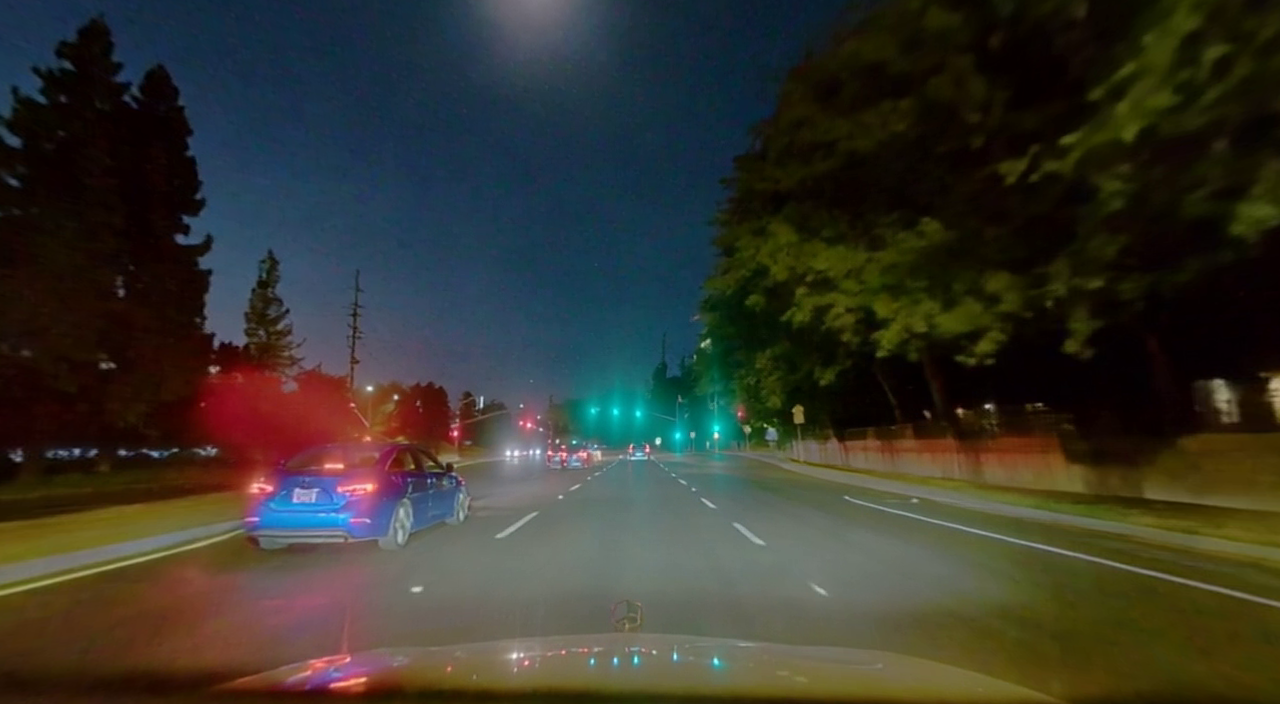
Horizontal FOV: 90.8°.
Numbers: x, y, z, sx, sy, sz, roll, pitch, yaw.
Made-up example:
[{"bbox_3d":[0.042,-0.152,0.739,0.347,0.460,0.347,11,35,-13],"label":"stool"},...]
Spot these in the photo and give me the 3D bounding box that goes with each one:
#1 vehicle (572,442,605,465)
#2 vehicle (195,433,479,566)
[{"bbox_3d":[-3.755,7.455,46.703,2.103,1.592,4.160,0,-9,0],"label":"vehicle"},{"bbox_3d":[-3.834,1.927,9.064,1.905,1.418,4.396,0,-9,0],"label":"vehicle"}]
